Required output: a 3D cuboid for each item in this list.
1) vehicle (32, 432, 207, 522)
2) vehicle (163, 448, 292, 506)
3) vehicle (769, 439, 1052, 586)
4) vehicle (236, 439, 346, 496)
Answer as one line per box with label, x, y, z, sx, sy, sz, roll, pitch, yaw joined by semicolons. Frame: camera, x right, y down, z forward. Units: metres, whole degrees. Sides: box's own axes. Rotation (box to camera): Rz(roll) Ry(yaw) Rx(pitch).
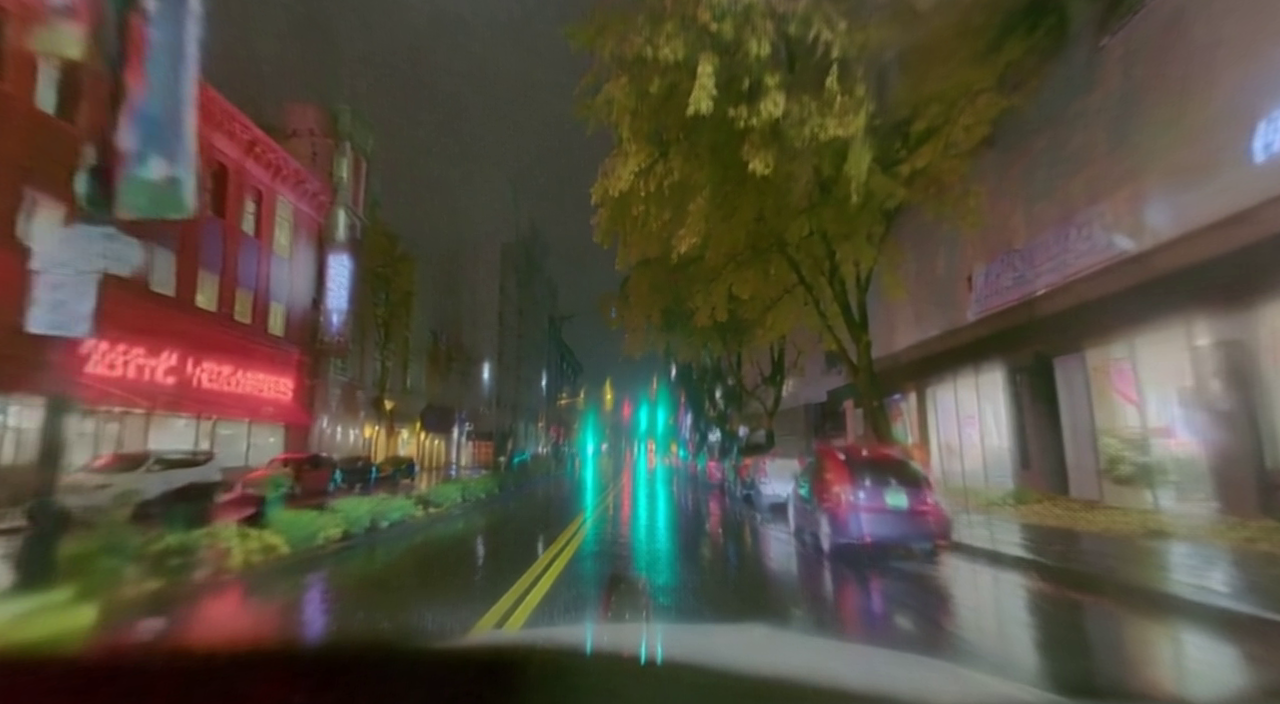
vehicle;-12.445;2.865;14.996;4.447;1.790;2.206;-7;-11;39
vehicle;-12.176;3.560;18.500;4.379;1.480;1.956;-8;-12;41
vehicle;3.357;2.062;9.019;2.120;1.560;4.402;0;-9;0
vehicle;-12.575;4.080;22.604;4.606;1.809;1.961;-8;-12;42
